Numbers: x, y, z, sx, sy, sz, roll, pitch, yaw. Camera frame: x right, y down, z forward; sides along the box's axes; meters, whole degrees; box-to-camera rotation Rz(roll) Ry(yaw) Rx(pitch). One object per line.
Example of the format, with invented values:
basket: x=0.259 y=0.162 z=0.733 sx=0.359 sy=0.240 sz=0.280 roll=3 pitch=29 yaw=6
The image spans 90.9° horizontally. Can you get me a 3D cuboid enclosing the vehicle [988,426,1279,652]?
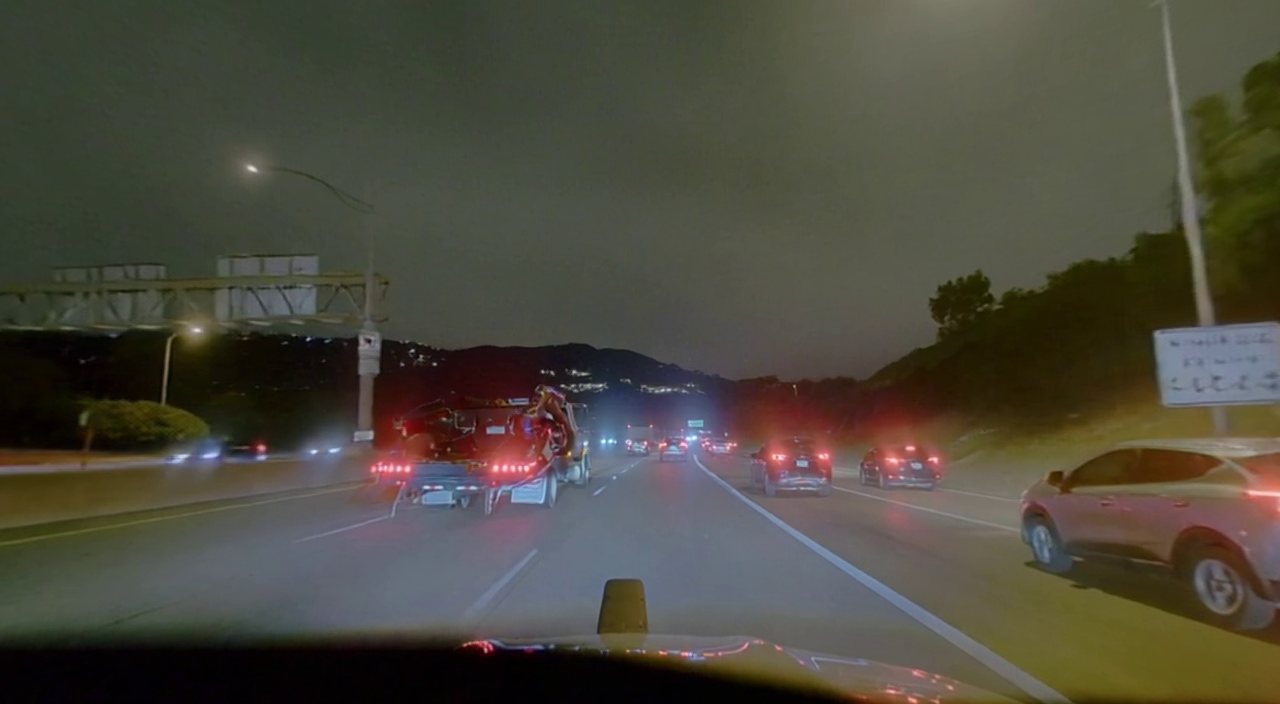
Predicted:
vehicle: x=5.214 y=1.392 z=5.230 sx=2.040 sy=1.481 sz=4.260 roll=0 pitch=-8 yaw=-3

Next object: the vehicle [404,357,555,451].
vehicle: x=-3.168 y=1.262 z=13.591 sx=1.893 sy=1.674 sz=4.766 roll=0 pitch=-8 yaw=2

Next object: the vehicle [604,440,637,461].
vehicle: x=-1.340 y=7.064 z=45.348 sx=2.016 sy=1.450 sz=4.310 roll=-1 pitch=-8 yaw=3

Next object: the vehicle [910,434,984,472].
vehicle: x=21.545 y=7.125 z=44.572 sx=2.433 sy=2.488 sz=4.939 roll=1 pitch=-8 yaw=-4

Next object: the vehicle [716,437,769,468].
vehicle: x=5.515 y=5.492 z=34.677 sx=2.075 sy=1.614 sz=4.682 roll=0 pitch=-8 yaw=-1

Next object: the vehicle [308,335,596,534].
vehicle: x=-3.156 y=1.959 z=14.578 sx=3.162 sy=2.955 sz=10.282 roll=0 pitch=-8 yaw=2

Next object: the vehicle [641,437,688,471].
vehicle: x=1.171 y=4.820 z=29.988 sx=2.079 sy=1.499 sz=3.915 roll=0 pitch=-8 yaw=2
